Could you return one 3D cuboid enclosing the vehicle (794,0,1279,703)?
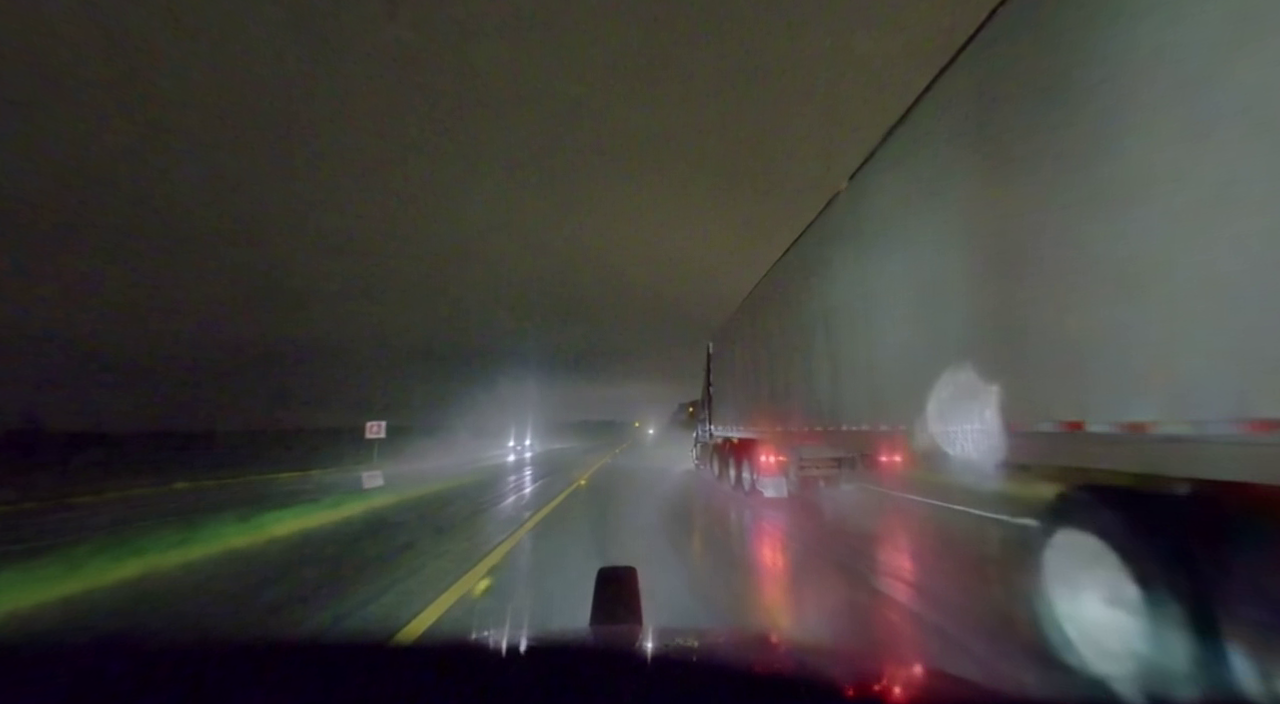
[{"bbox_3d":[3.676,-0.044,4.469,2.949,3.877,8.528,0,-8,0],"label":"vehicle"}]
